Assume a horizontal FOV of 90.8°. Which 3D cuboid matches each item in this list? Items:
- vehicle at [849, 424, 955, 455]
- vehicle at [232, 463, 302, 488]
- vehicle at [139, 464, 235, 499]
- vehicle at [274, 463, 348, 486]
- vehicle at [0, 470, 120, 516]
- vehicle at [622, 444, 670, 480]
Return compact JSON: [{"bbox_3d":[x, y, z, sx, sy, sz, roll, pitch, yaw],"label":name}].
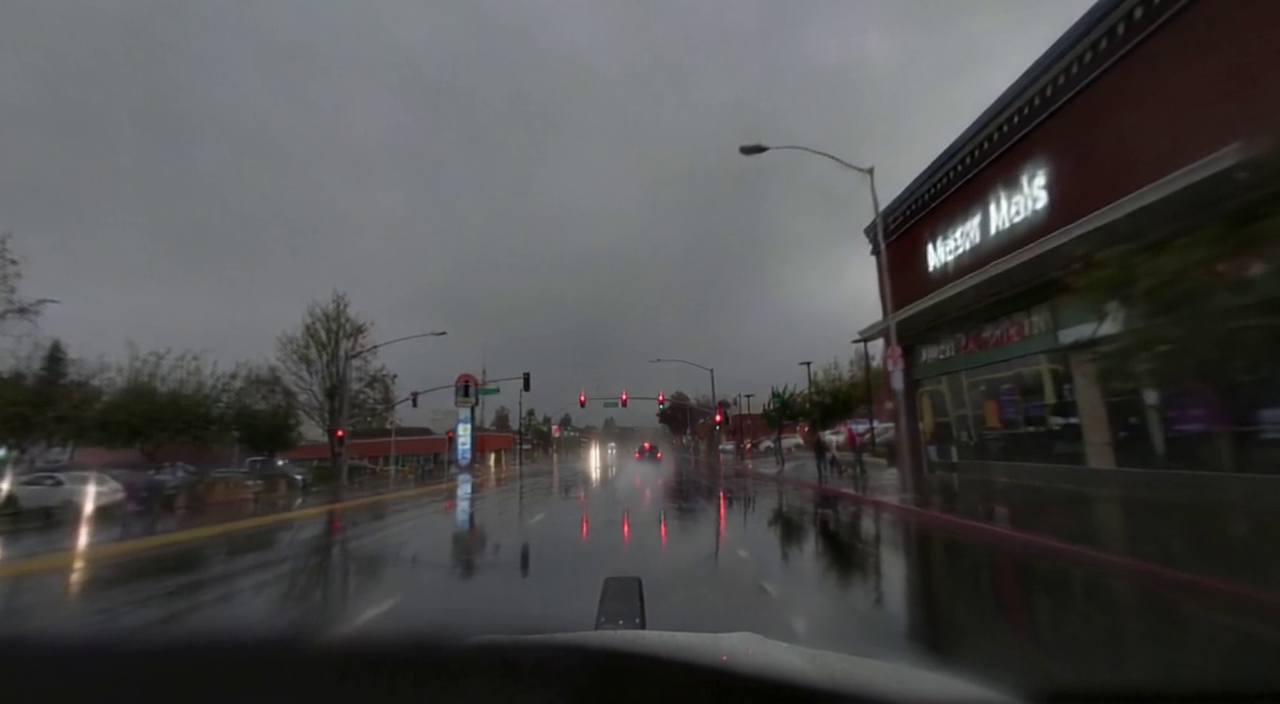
[{"bbox_3d":[13.284,4.463,32.226,4.466,1.553,2.060,0,-8,-1],"label":"vehicle"},{"bbox_3d":[-25.845,8.557,43.851,3.790,1.515,1.704,8,-12,-43],"label":"vehicle"},{"bbox_3d":[-25.660,7.326,35.984,4.256,1.697,1.817,5,-10,-32],"label":"vehicle"},{"bbox_3d":[-25.153,9.346,48.381,2.007,1.466,4.543,-8,-12,42],"label":"vehicle"},{"bbox_3d":[-24.876,5.907,26.627,4.310,1.663,1.881,6,-10,-35],"label":"vehicle"},{"bbox_3d":[0.287,4.834,28.076,1.977,1.451,4.032,-1,-9,1],"label":"vehicle"}]
